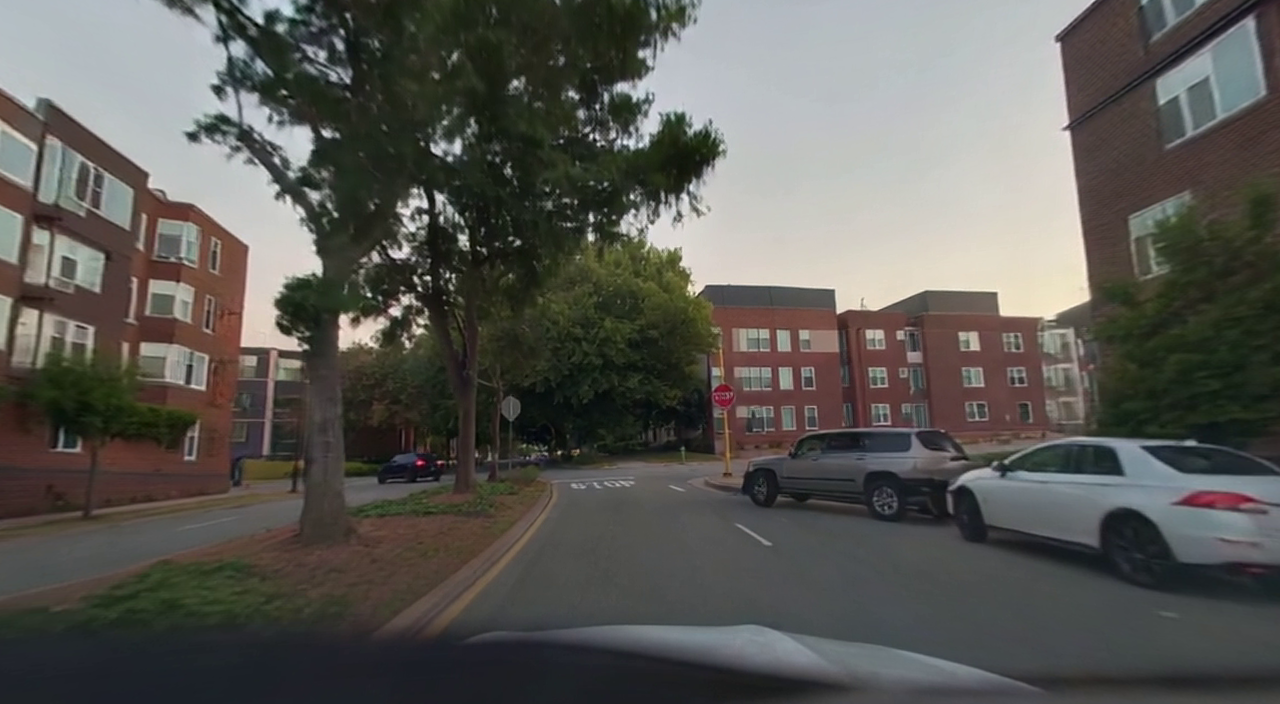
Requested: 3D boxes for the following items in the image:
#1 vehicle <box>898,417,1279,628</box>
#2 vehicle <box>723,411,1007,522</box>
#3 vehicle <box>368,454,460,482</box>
[{"bbox_3d":[4.893,1.541,7.048,1.758,1.454,5.088,-1,-8,-1],"label":"vehicle"},{"bbox_3d":[3.810,2.112,11.741,2.065,1.529,4.709,1,-10,-27],"label":"vehicle"},{"bbox_3d":[-13.281,6.800,37.193,4.654,1.503,1.951,-1,-8,7],"label":"vehicle"}]
